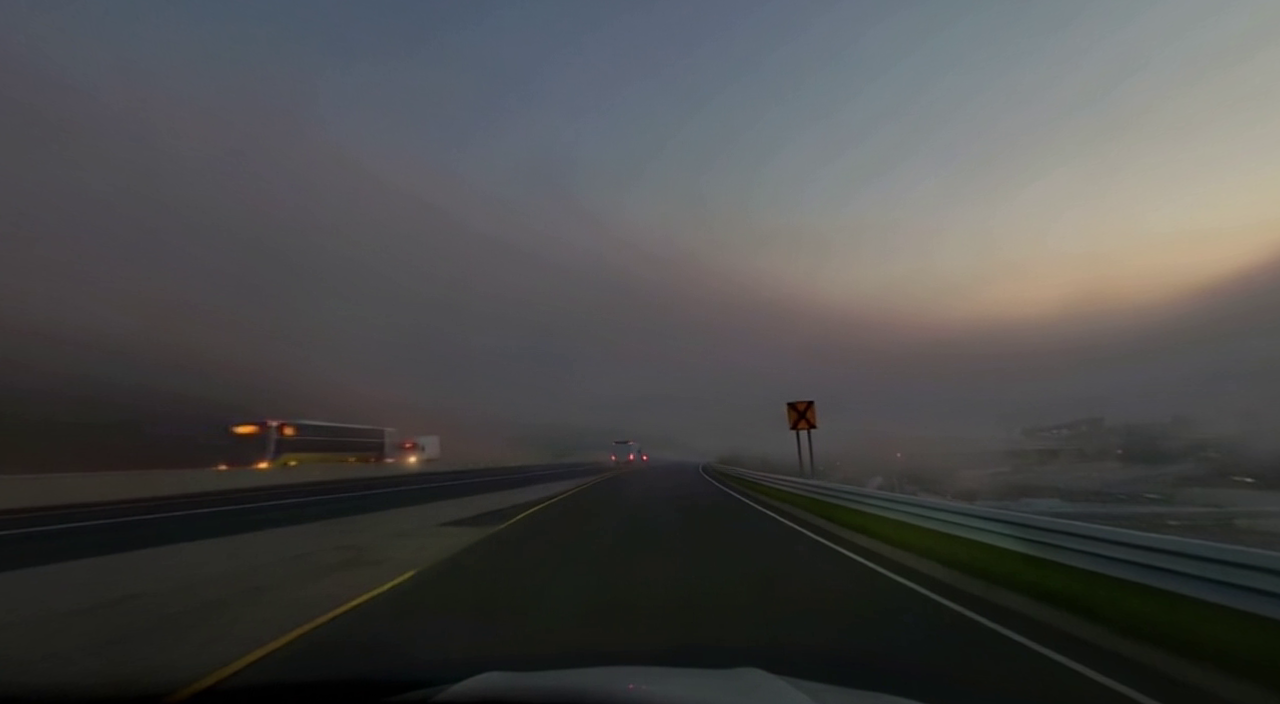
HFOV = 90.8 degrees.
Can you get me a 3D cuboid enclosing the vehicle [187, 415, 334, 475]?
[{"bbox_3d":[-27.256,6.882,46.291,2.902,3.853,10.705,-2,-9,8],"label":"vehicle"}]
